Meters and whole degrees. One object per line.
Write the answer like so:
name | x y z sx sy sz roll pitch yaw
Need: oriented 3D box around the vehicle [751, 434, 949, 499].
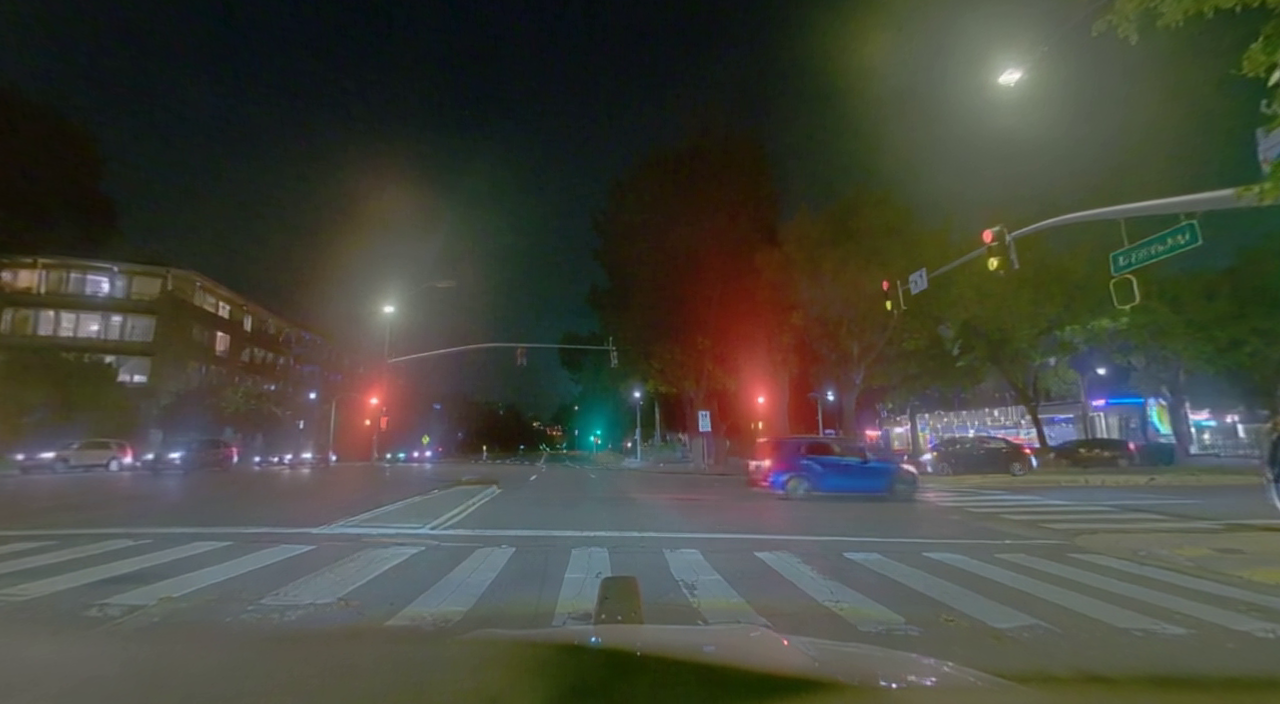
vehicle | 5.214 2.900 16.183 4.312 1.540 2.007 0 -8 -1

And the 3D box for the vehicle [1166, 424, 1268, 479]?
vehicle | 21.419 3.644 23.388 4.509 1.821 2.066 7 -11 -40

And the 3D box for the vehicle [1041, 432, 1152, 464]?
vehicle | 27.760 5.880 38.779 2.457 1.777 6.196 -1 -8 3

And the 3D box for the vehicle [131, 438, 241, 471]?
vehicle | -27.586 6.248 38.742 2.388 1.858 6.056 0 -8 -2

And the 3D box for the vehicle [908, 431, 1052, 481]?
vehicle | 12.941 3.920 24.068 4.742 1.762 2.180 3 -9 -22

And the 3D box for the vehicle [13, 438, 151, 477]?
vehicle | -31.008 5.846 35.486 2.456 1.961 5.978 0 -8 -3

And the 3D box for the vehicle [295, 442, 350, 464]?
vehicle | -24.813 7.925 49.570 2.056 1.604 4.436 0 -8 -2
